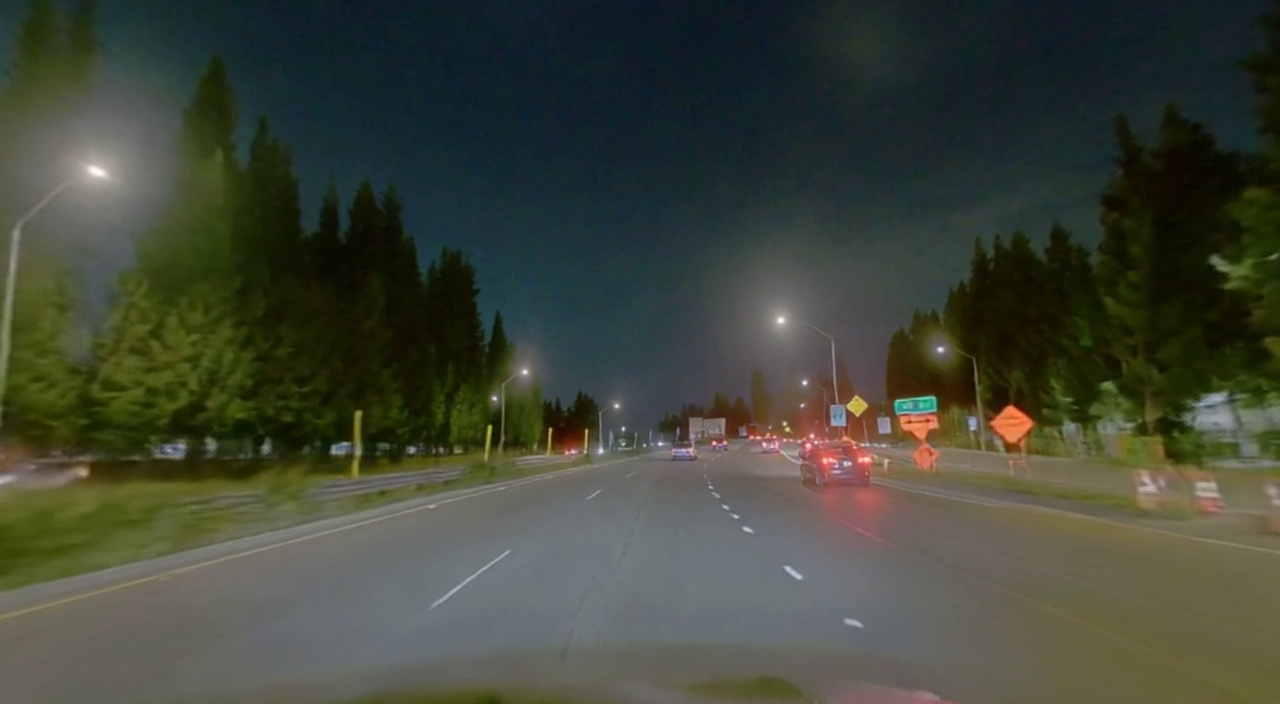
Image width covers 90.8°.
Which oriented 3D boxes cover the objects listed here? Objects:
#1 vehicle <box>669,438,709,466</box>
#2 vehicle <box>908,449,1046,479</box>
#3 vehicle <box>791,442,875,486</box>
[{"bbox_3d":[3.166,6.316,40.122,2.201,1.676,4.541,-1,-8,8],"label":"vehicle"},{"bbox_3d":[12.937,4.323,24.722,3.503,1.020,4.269,-2,-8,9],"label":"vehicle"},{"bbox_3d":[7.041,4.099,23.529,2.044,1.474,4.083,-1,-8,3],"label":"vehicle"}]
